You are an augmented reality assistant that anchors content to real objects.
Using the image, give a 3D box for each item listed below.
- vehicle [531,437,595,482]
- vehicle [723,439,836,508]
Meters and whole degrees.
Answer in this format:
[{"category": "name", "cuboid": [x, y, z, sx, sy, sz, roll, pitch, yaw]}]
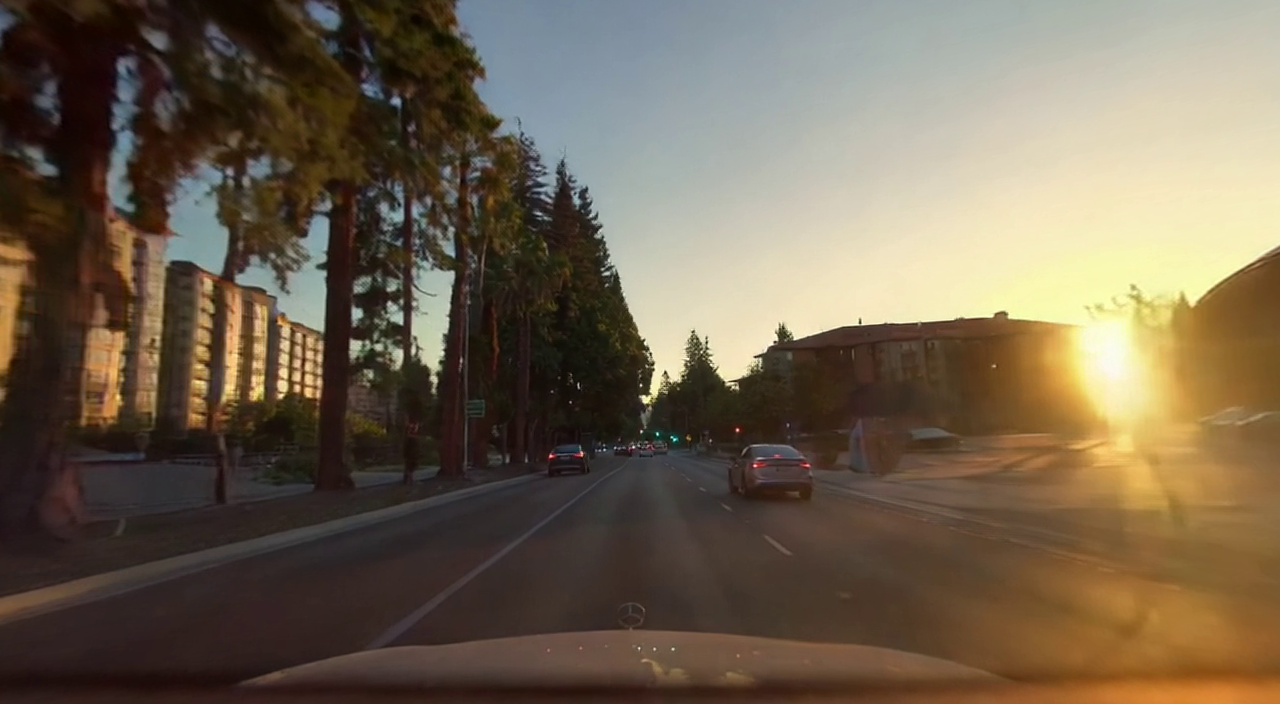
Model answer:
[{"category": "vehicle", "cuboid": [-3.356, 4.817, 28.418, 2.216, 1.828, 4.886, 0, -9, 1]}, {"category": "vehicle", "cuboid": [3.430, 3.061, 16.389, 1.945, 1.530, 4.320, 0, -9, 0]}]
